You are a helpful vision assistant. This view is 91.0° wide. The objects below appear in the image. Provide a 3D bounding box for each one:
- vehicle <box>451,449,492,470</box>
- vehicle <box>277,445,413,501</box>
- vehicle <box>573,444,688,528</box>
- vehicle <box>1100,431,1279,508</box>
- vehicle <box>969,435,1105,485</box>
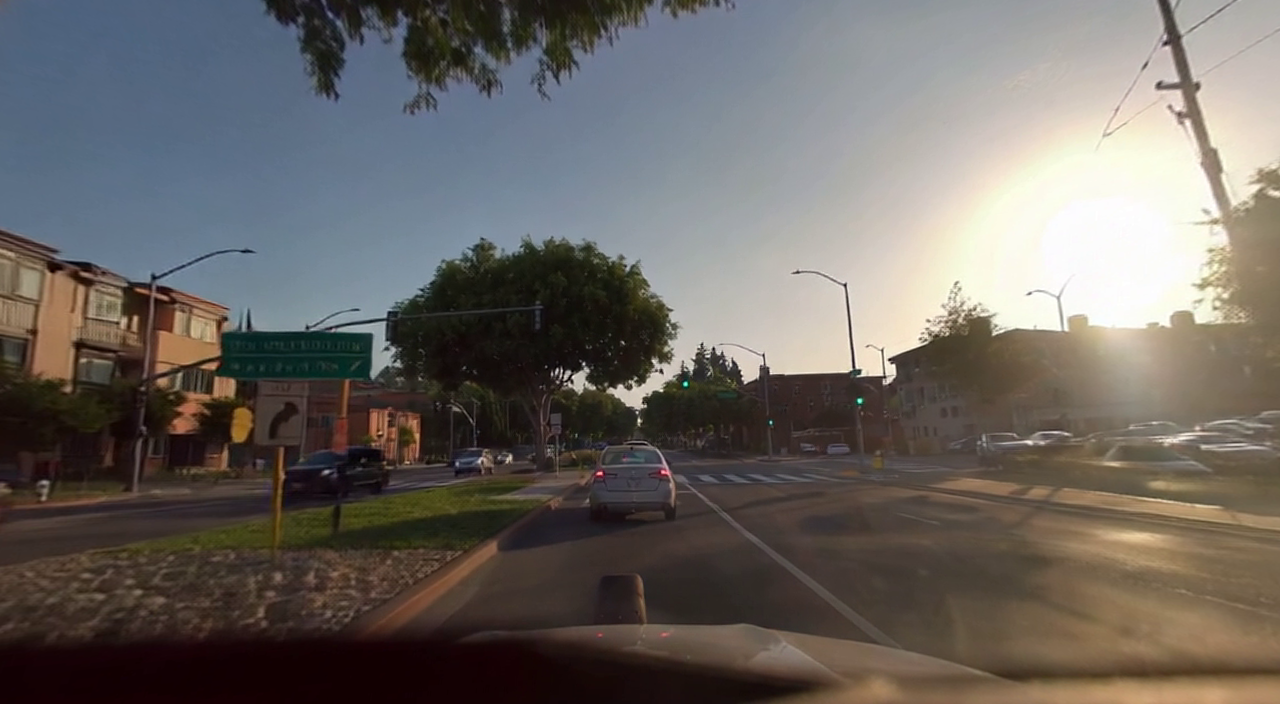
[{"bbox_3d":[-12.386,7.929,46.521,1.904,1.475,4.068,0,-9,1],"label":"vehicle"},{"bbox_3d":[-8.711,3.588,19.127,1.994,1.474,4.411,0,-9,0],"label":"vehicle"},{"bbox_3d":[-0.236,2.651,13.083,2.010,1.447,4.121,0,-9,-2],"label":"vehicle"},{"bbox_3d":[13.081,2.655,14.595,1.859,1.525,3.948,0,-9,1],"label":"vehicle"},{"bbox_3d":[13.078,3.566,21.069,1.887,1.504,3.898,0,-9,-2],"label":"vehicle"}]
